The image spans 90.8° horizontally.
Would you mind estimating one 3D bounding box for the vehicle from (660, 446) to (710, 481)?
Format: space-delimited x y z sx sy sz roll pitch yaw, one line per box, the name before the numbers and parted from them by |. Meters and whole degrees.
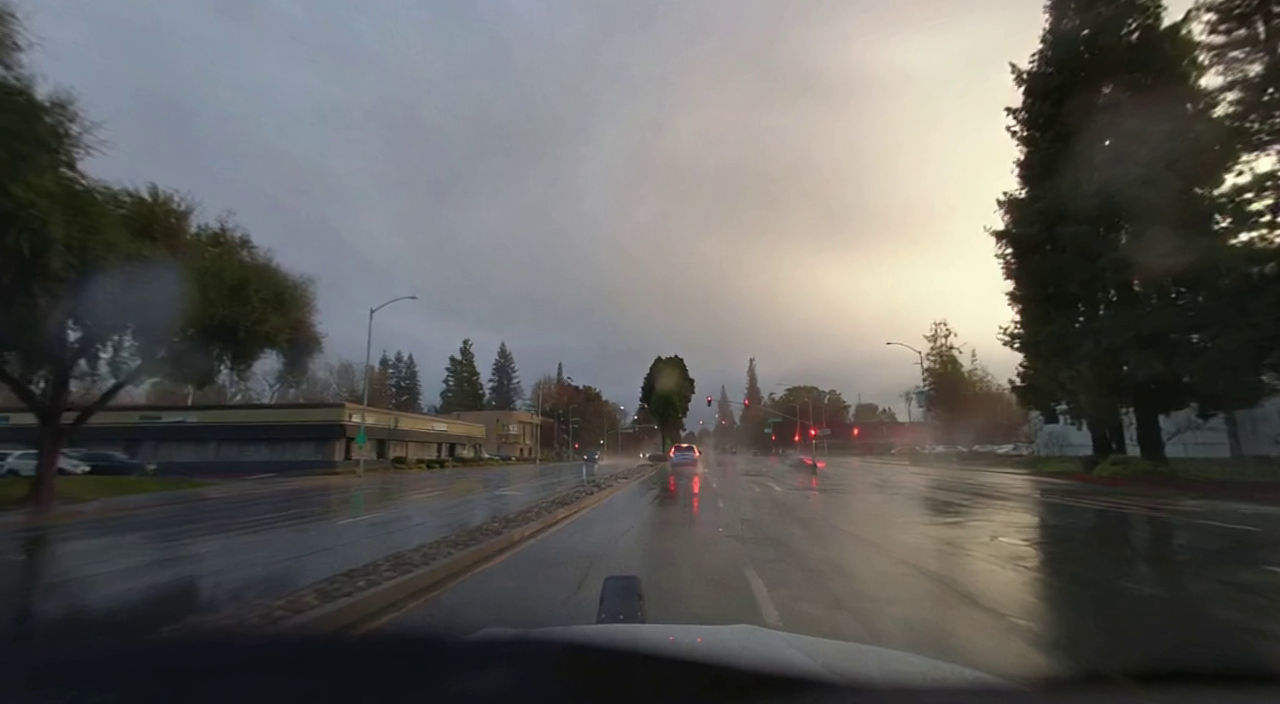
vehicle | 2.045 4.983 28.534 2.064 1.477 3.968 -1 -9 4
